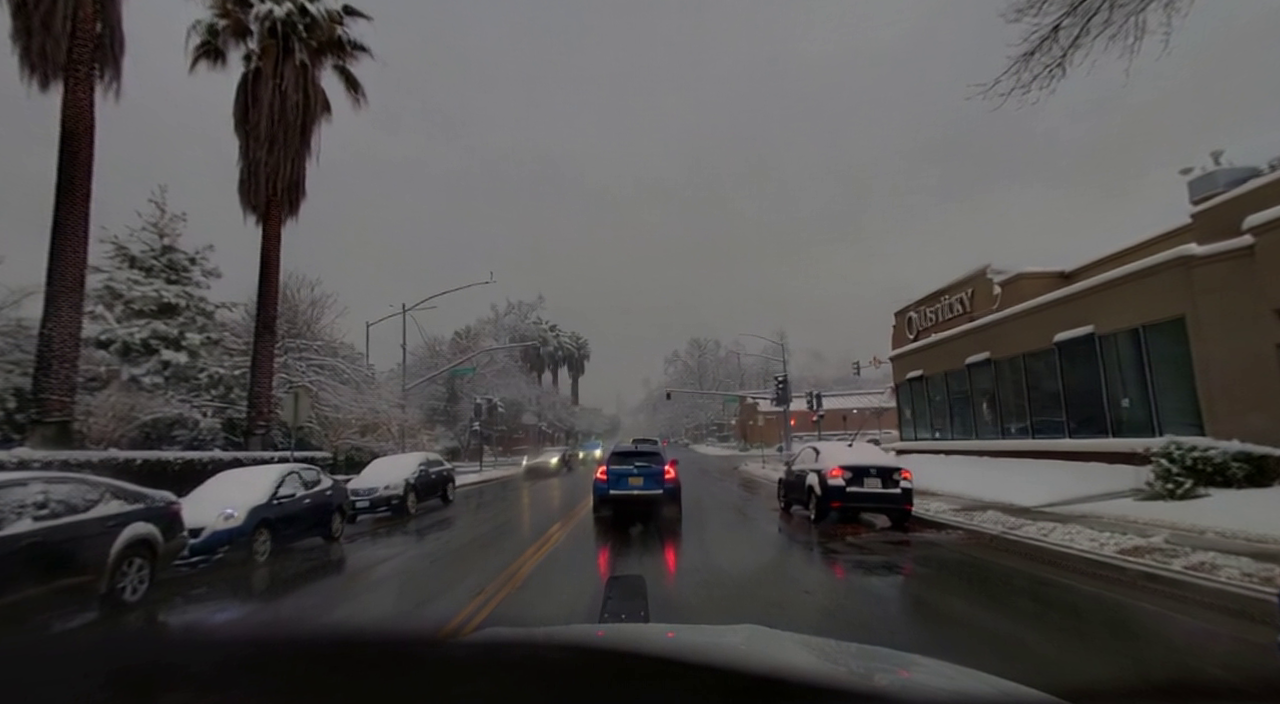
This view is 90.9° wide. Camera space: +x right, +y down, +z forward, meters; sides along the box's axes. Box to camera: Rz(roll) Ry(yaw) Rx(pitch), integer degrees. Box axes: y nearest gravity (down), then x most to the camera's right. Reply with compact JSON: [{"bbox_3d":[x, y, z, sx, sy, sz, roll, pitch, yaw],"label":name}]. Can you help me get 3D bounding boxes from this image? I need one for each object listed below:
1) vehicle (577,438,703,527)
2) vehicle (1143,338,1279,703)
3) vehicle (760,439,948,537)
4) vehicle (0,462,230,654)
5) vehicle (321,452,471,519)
[{"bbox_3d":[-0.013,2.449,12.449,2.060,1.452,4.078,0,-8,0],"label":"vehicle"},{"bbox_3d":[3.598,0.554,0.543,2.099,1.786,5.198,0,-8,1],"label":"vehicle"},{"bbox_3d":[3.569,2.325,11.503,1.821,1.417,4.454,0,-8,-1],"label":"vehicle"},{"bbox_3d":[-6.172,1.809,5.704,1.850,1.482,4.454,0,-8,1],"label":"vehicle"},{"bbox_3d":[-6.362,3.498,17.143,2.105,1.469,4.693,0,-8,1],"label":"vehicle"}]
